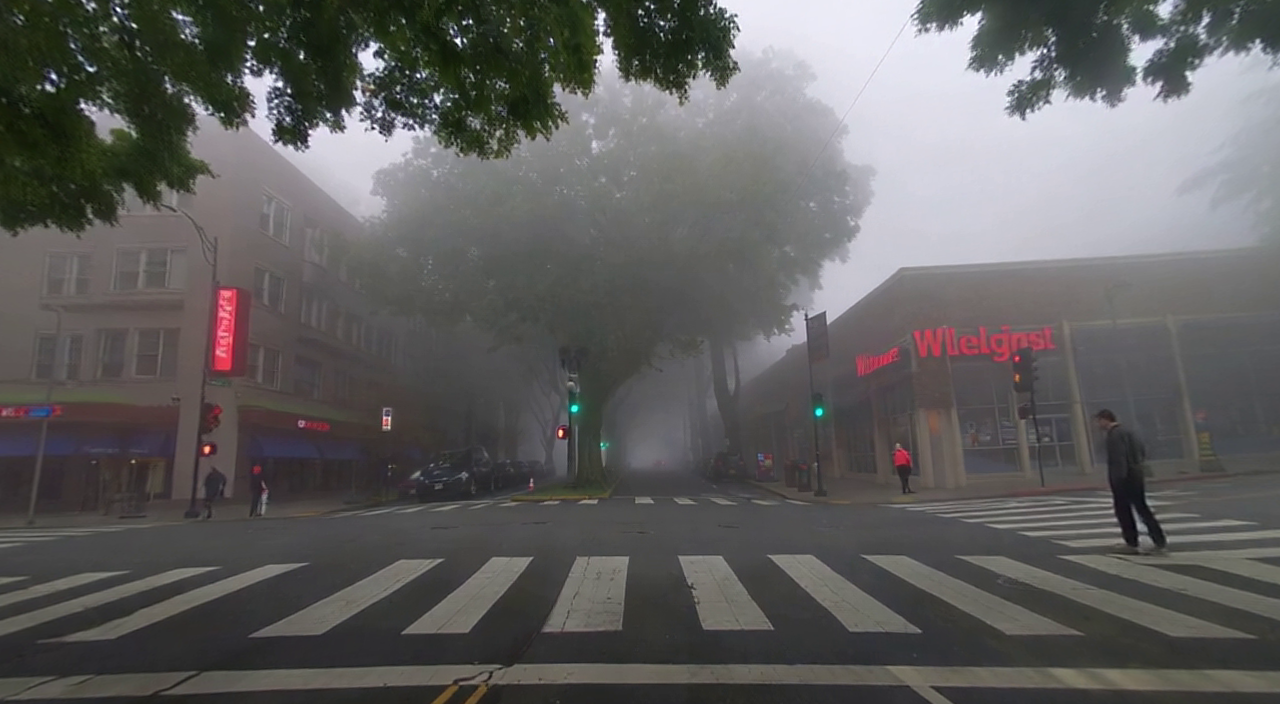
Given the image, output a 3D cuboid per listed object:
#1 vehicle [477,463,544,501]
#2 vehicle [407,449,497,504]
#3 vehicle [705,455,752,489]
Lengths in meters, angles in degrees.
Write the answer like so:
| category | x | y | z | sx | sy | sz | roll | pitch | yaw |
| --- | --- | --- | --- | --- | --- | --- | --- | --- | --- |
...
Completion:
| category | x | y | z | sx | sy | sz | roll | pitch | yaw |
| --- | --- | --- | --- | --- | --- | --- | --- | --- | --- |
| vehicle | -5.746 | 5.822 | 28.627 | 1.983 | 1.438 | 4.559 | 0 | -8 | 1 |
| vehicle | -8.809 | 5.852 | 30.321 | 2.489 | 2.323 | 5.843 | 0 | -8 | 1 |
| vehicle | 5.198 | 7.098 | 37.714 | 2.010 | 1.844 | 4.386 | 0 | -8 | -2 |
